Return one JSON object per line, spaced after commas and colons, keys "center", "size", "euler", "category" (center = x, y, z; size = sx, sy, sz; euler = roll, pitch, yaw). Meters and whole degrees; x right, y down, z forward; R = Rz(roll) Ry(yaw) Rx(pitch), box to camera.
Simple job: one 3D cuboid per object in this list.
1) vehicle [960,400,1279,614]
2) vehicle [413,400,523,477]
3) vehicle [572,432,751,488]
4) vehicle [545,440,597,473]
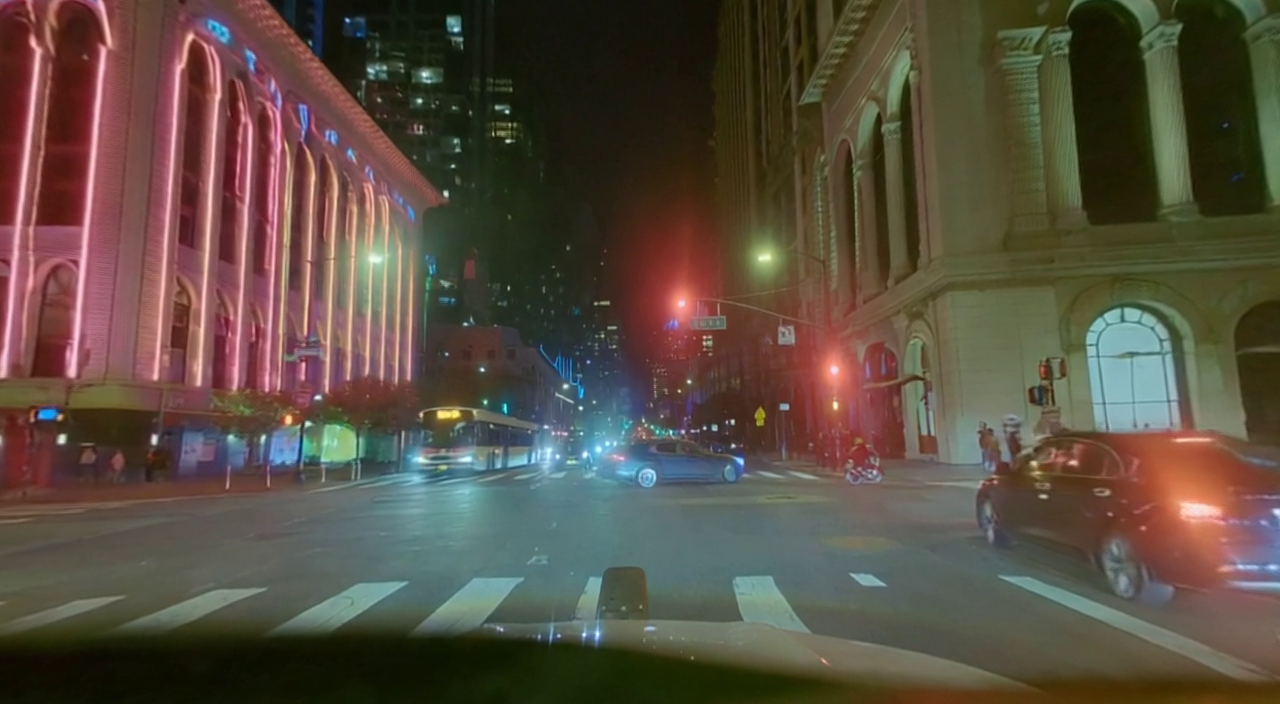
{"center": [4.966, 1.398, 6.563], "size": [2.006, 1.495, 4.271], "euler": [-2, -9, 15], "category": "vehicle"}
{"center": [-8.675, 4.636, 33.483], "size": [2.916, 3.427, 10.189], "euler": [0, -8, 1], "category": "vehicle"}
{"center": [0.518, 3.301, 19.470], "size": [5.388, 1.465, 2.050], "euler": [-8, -10, 40], "category": "vehicle"}
{"center": [-3.163, 4.878, 29.730], "size": [1.904, 1.402, 4.759], "euler": [0, -8, 0], "category": "vehicle"}
